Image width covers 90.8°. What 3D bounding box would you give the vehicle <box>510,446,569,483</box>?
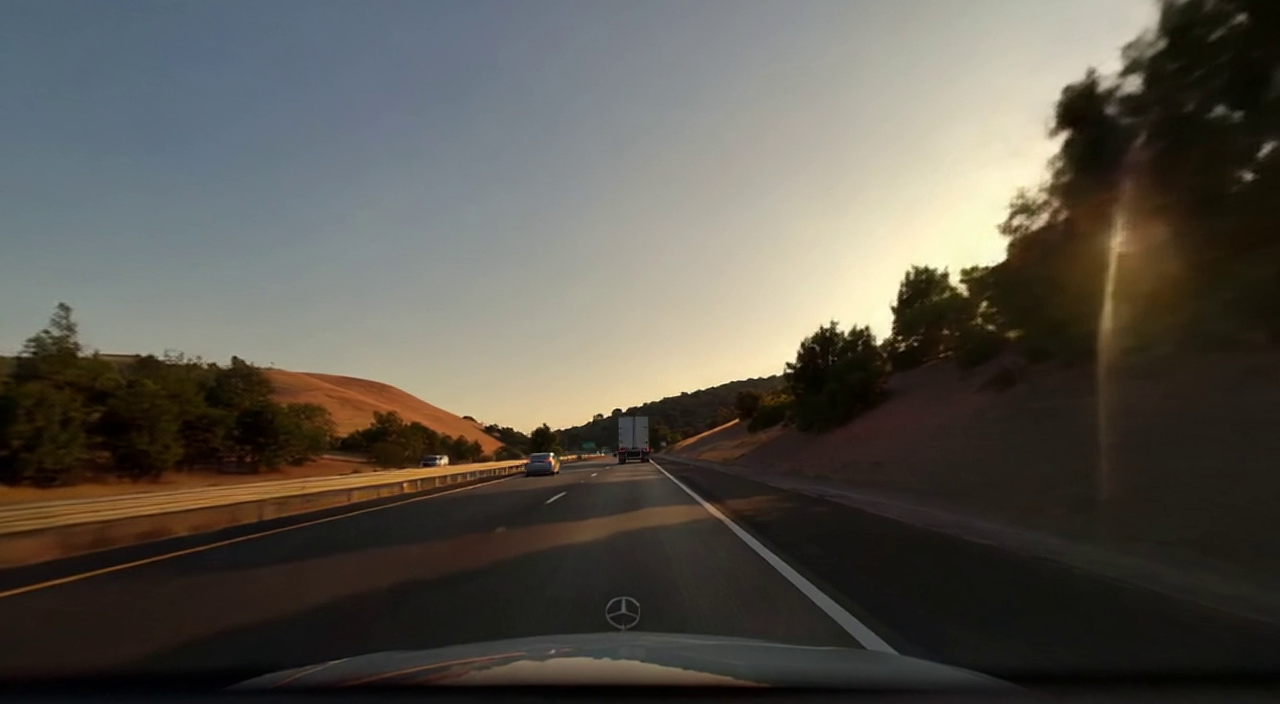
[{"bbox_3d":[-4.424,5.019,28.438,1.978,1.507,4.062,0,-9,1],"label":"vehicle"}]
